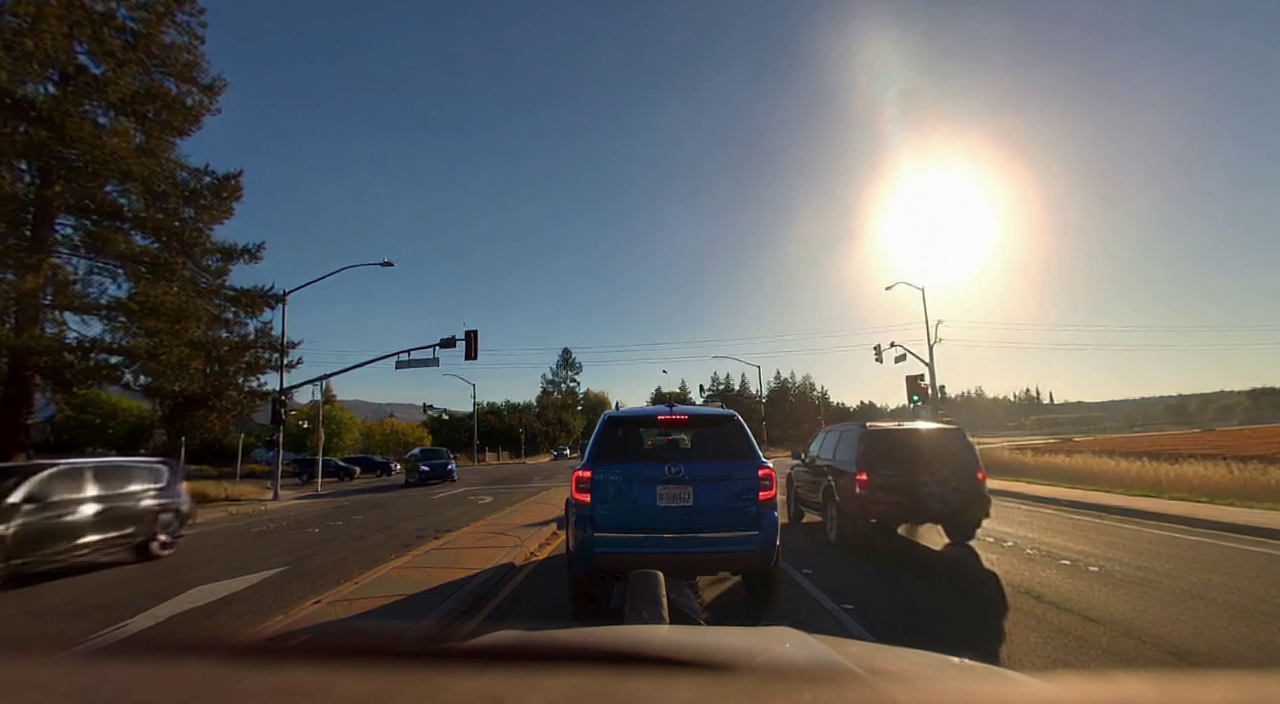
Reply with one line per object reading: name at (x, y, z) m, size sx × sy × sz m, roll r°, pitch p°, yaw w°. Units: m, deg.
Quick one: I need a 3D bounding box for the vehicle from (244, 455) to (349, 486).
vehicle at (-18.049, 6.176, 33.164) m, size 4.559 × 1.458 × 2.265 m, roll -3°, pitch -9°, yaw 19°

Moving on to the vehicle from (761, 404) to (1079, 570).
vehicle at (3.324, 1.720, 8.811) m, size 2.340 × 1.693 × 4.516 m, roll 0°, pitch -8°, yaw 0°

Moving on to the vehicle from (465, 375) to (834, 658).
vehicle at (0.051, 1.331, 6.106) m, size 2.298 × 1.770 × 4.138 m, roll 0°, pitch -8°, yaw 0°

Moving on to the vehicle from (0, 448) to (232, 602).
vehicle at (-7.943, 2.087, 8.251) m, size 2.192 × 1.606 × 4.510 m, roll 0°, pitch -8°, yaw 0°

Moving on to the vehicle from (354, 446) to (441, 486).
vehicle at (-11.310, 5.237, 29.280) m, size 2.026 × 1.680 × 4.608 m, roll 8°, pitch -12°, yaw -44°
